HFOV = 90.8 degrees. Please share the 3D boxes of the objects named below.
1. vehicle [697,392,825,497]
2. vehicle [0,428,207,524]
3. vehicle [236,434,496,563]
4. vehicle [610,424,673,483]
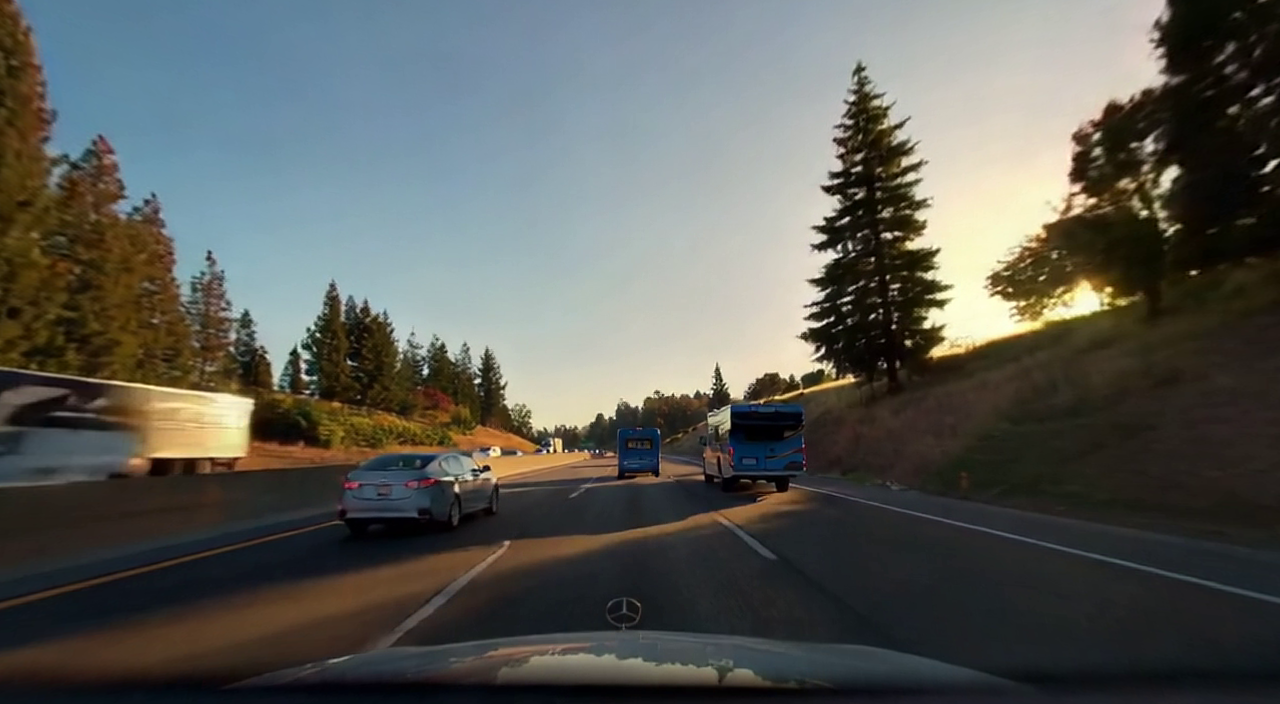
[{"bbox_3d":[3.703,3.153,21.337,2.607,2.910,7.252,0,-9,-2],"label":"vehicle"},{"bbox_3d":[-11.801,2.556,13.511,1.961,1.697,4.316,0,-9,0],"label":"vehicle"},{"bbox_3d":[-3.756,2.089,9.764,1.959,1.502,4.559,0,-9,0],"label":"vehicle"},{"bbox_3d":[0.025,4.468,27.875,2.524,2.310,4.986,0,-9,-1],"label":"vehicle"}]
